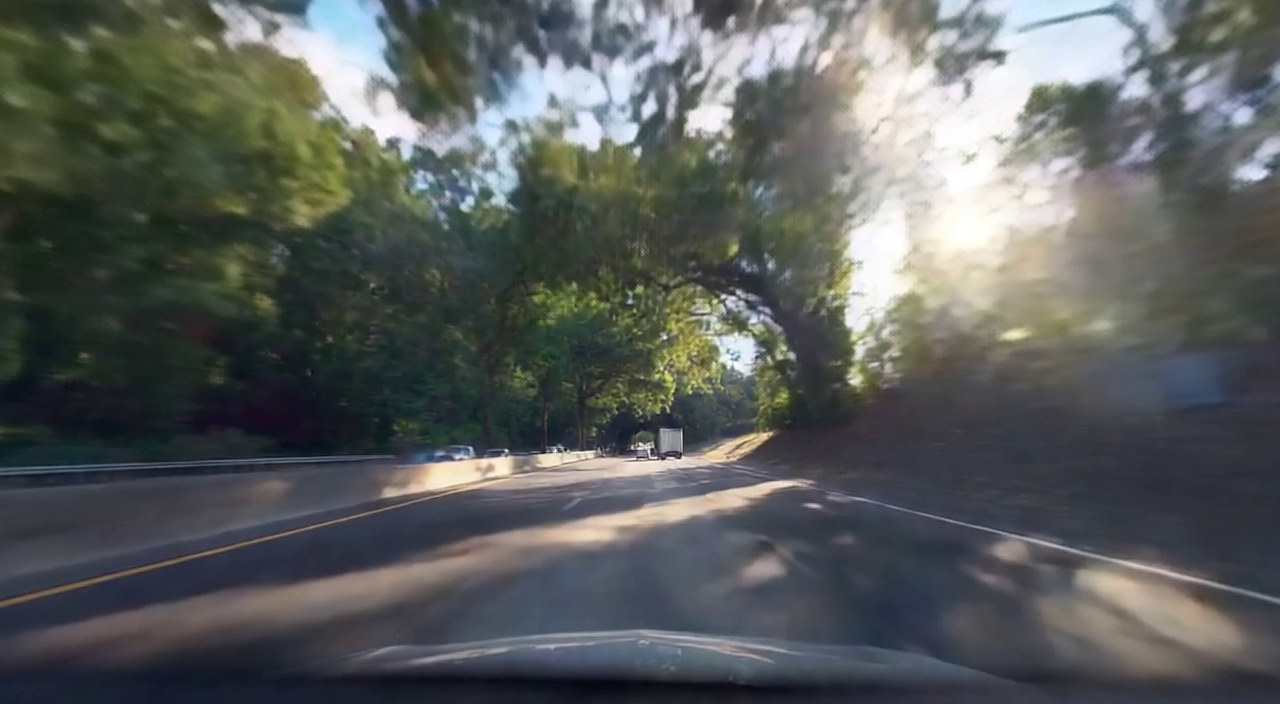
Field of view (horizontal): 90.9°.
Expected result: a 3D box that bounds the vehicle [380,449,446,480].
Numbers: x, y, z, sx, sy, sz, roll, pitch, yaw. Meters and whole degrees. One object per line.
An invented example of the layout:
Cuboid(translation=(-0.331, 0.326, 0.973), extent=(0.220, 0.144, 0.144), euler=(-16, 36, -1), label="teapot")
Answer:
Cuboid(translation=(-11.500, 5.717, 32.256), extent=(1.843, 1.437, 4.235), euler=(0, -9, -1), label="vehicle")
